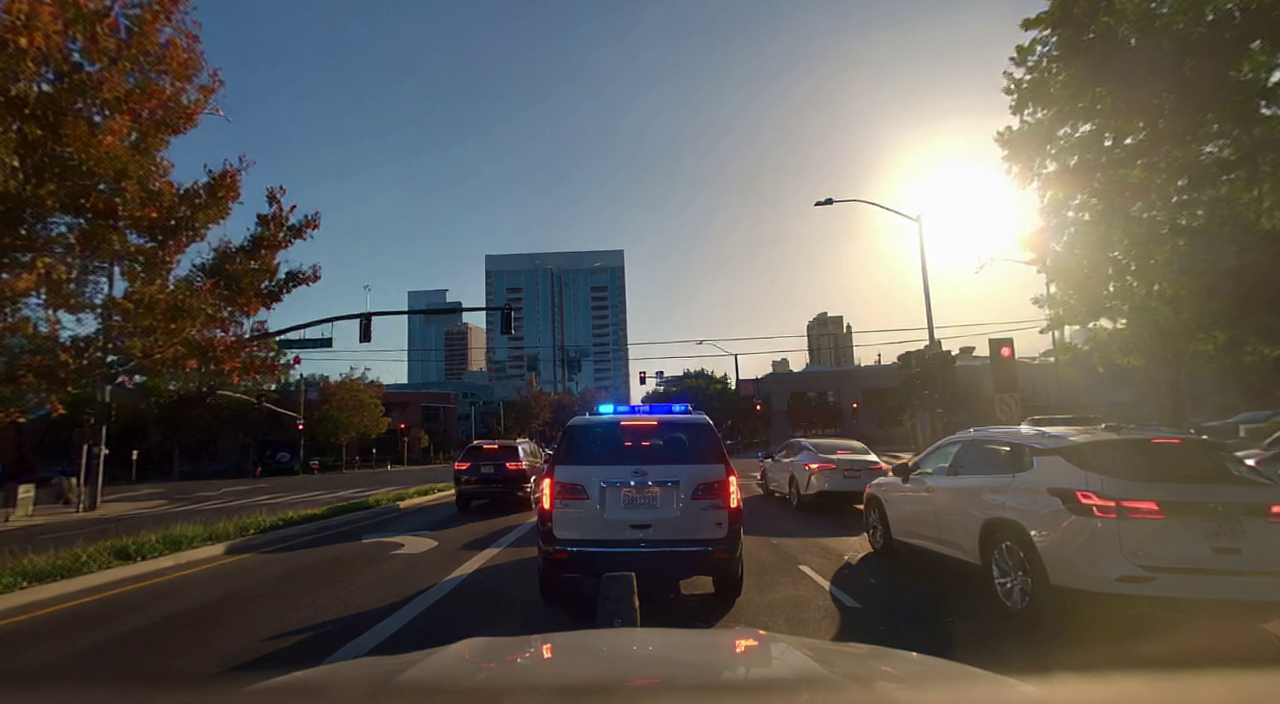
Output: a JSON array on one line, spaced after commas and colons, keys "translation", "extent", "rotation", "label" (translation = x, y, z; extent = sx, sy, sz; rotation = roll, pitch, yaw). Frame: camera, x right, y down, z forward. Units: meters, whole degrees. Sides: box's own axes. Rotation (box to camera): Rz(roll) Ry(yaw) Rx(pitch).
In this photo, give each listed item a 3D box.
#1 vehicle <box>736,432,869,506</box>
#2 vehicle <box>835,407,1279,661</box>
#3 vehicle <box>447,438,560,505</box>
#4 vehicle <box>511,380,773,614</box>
[{"translation": [3.642, 2.706, 15.057], "extent": [1.940, 1.474, 4.234], "rotation": [0, -8, -1], "label": "vehicle"}, {"translation": [3.636, 1.408, 6.071], "extent": [1.995, 1.483, 4.533], "rotation": [0, -8, -1], "label": "vehicle"}, {"translation": [-3.313, 2.984, 16.208], "extent": [1.913, 1.464, 4.276], "rotation": [0, -8, 0], "label": "vehicle"}, {"translation": [-0.039, 1.461, 7.277], "extent": [2.038, 1.819, 4.505], "rotation": [0, -8, -1], "label": "vehicle"}]
